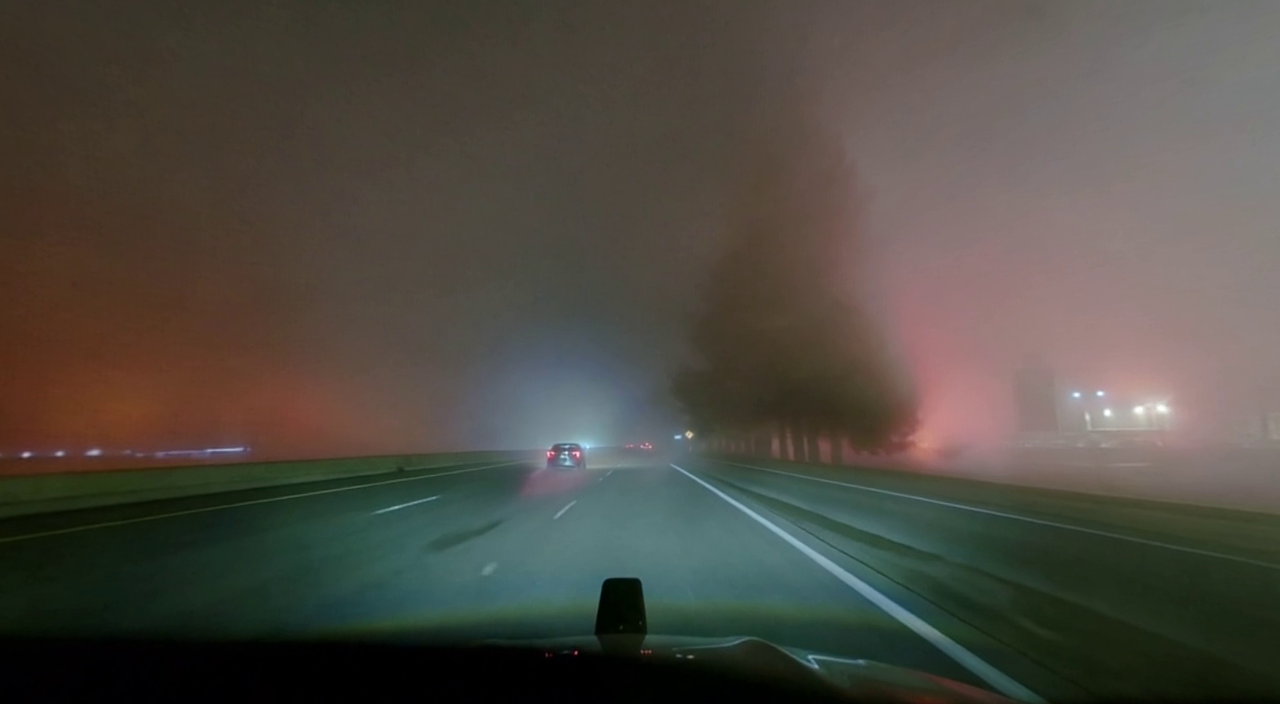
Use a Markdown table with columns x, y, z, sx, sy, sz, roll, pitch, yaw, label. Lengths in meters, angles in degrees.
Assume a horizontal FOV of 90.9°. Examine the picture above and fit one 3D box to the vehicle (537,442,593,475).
| x | y | z | sx | sy | sz | roll | pitch | yaw | label |
| --- | --- | --- | --- | --- | --- | --- | --- | --- | --- |
| -3.468 | 5.021 | 30.021 | 2.128 | 1.450 | 4.078 | 0 | -8 | 1 | vehicle |
